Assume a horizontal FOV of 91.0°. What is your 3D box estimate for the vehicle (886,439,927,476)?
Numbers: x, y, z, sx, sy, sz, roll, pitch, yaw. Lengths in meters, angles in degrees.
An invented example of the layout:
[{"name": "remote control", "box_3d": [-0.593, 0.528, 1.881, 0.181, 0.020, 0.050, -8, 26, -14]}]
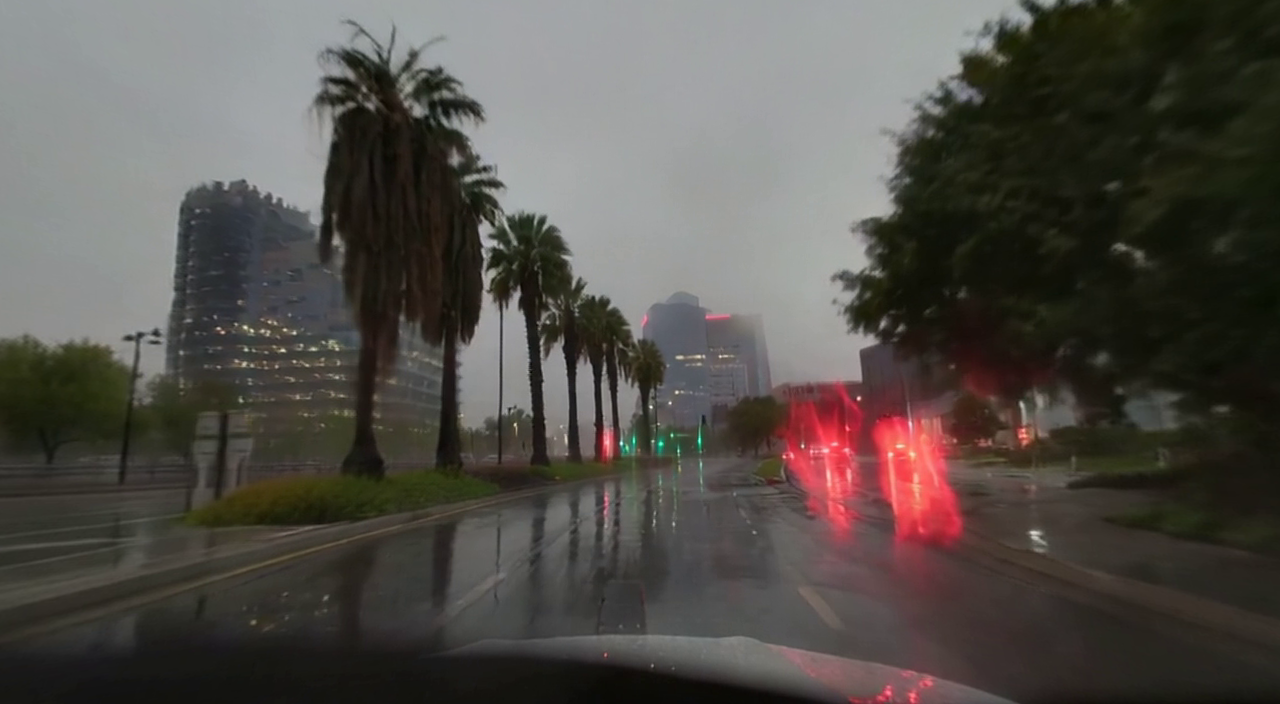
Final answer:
[{"name": "vehicle", "box_3d": [18.010, 7.168, 42.664, 2.219, 2.342, 1.744, -1, -11, 13]}]
